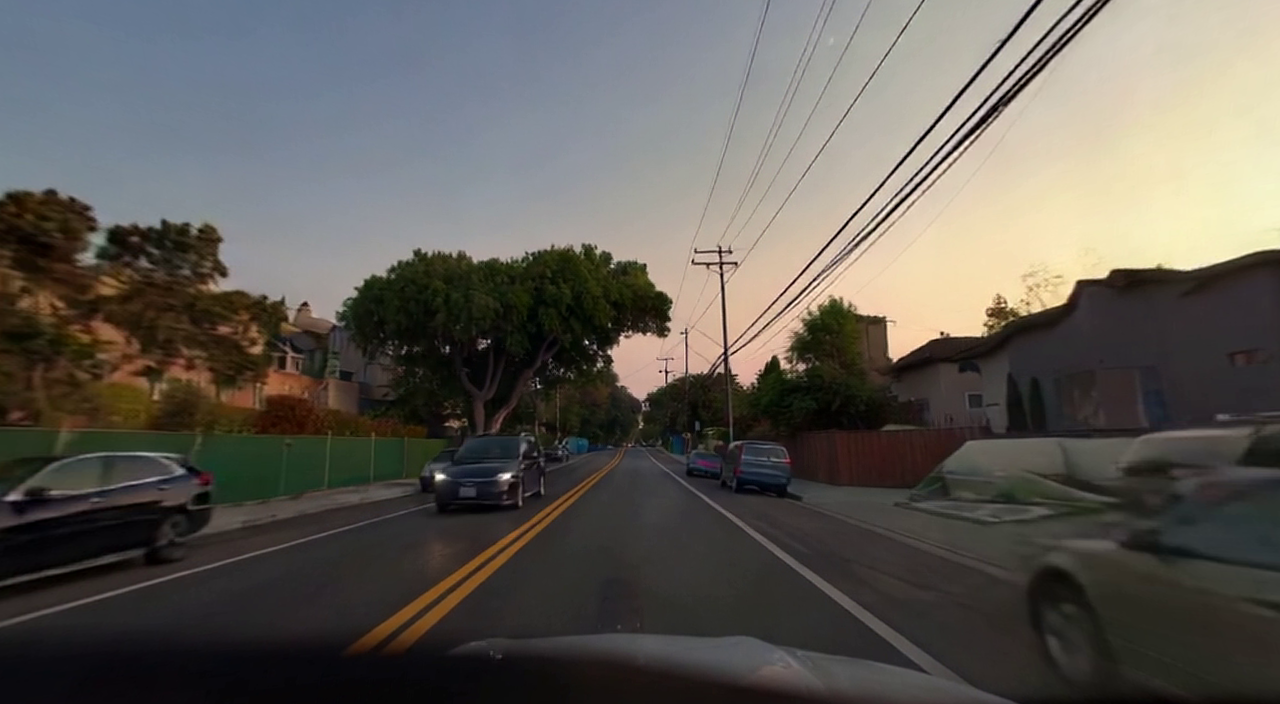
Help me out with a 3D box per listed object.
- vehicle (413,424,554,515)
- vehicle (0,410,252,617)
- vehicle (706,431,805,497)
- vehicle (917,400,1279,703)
[{"bbox_3d":[-3.529,2.776,15.384,2.210,1.838,4.854,0,-9,0],"label":"vehicle"},{"bbox_3d":[-6.678,1.619,6.826,2.014,1.817,4.639,-1,-8,0],"label":"vehicle"},{"bbox_3d":[3.389,3.415,19.551,2.031,1.762,4.749,0,-9,-2],"label":"vehicle"},{"bbox_3d":[3.227,0.940,2.318,2.129,1.490,4.937,0,-9,-1],"label":"vehicle"}]
